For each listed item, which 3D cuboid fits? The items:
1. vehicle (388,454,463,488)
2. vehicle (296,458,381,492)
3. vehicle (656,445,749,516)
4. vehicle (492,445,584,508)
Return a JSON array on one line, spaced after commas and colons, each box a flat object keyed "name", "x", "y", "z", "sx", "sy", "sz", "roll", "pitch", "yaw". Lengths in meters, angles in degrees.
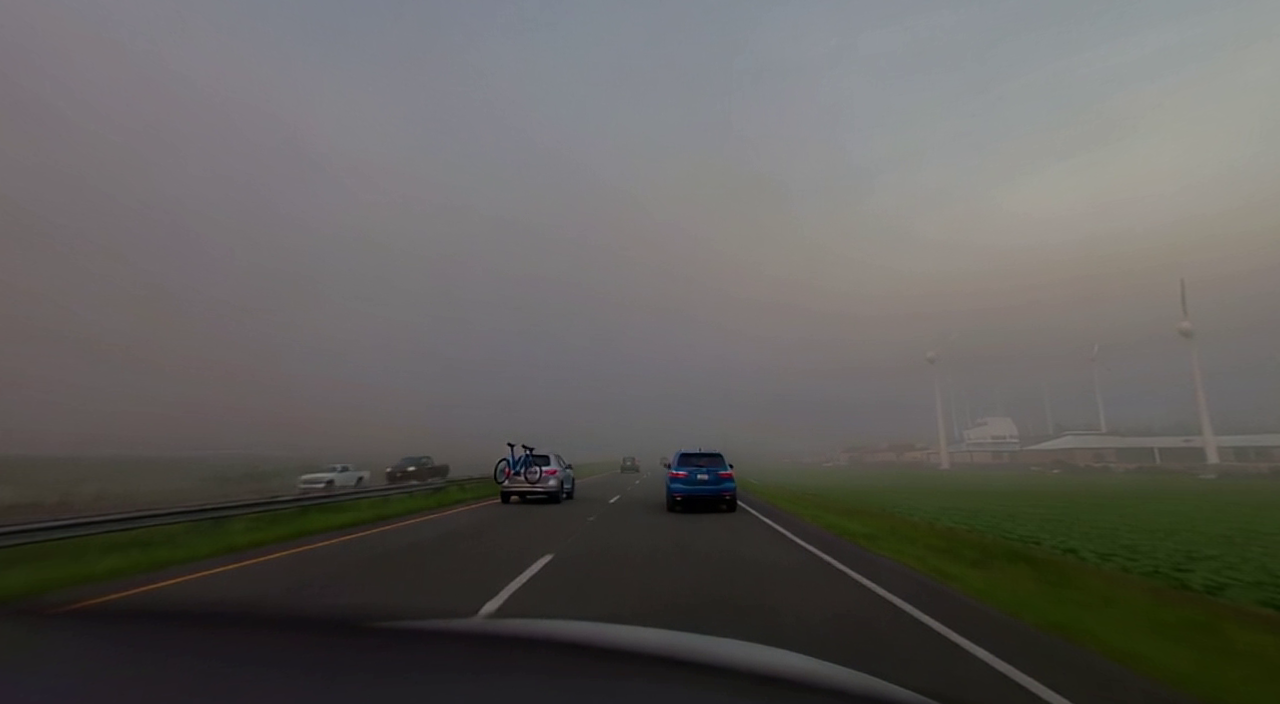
[{"name": "vehicle", "x": -10.690, "y": 5.947, "z": 31.766, "sx": 2.088, "sy": 1.545, "sz": 4.230, "roll": -1, "pitch": -9, "yaw": 3}, {"name": "vehicle", "x": -14.628, "y": 5.970, "z": 30.822, "sx": 1.972, "sy": 1.466, "sz": 3.984, "roll": -1, "pitch": -9, "yaw": 3}, {"name": "vehicle", "x": 1.457, "y": 3.249, "z": 16.360, "sx": 2.063, "sy": 1.582, "sz": 3.955, "roll": -1, "pitch": -9, "yaw": 1}, {"name": "vehicle", "x": -2.969, "y": 3.711, "z": 19.238, "sx": 1.962, "sy": 1.681, "sz": 4.033, "roll": -1, "pitch": -9, "yaw": 2}]
